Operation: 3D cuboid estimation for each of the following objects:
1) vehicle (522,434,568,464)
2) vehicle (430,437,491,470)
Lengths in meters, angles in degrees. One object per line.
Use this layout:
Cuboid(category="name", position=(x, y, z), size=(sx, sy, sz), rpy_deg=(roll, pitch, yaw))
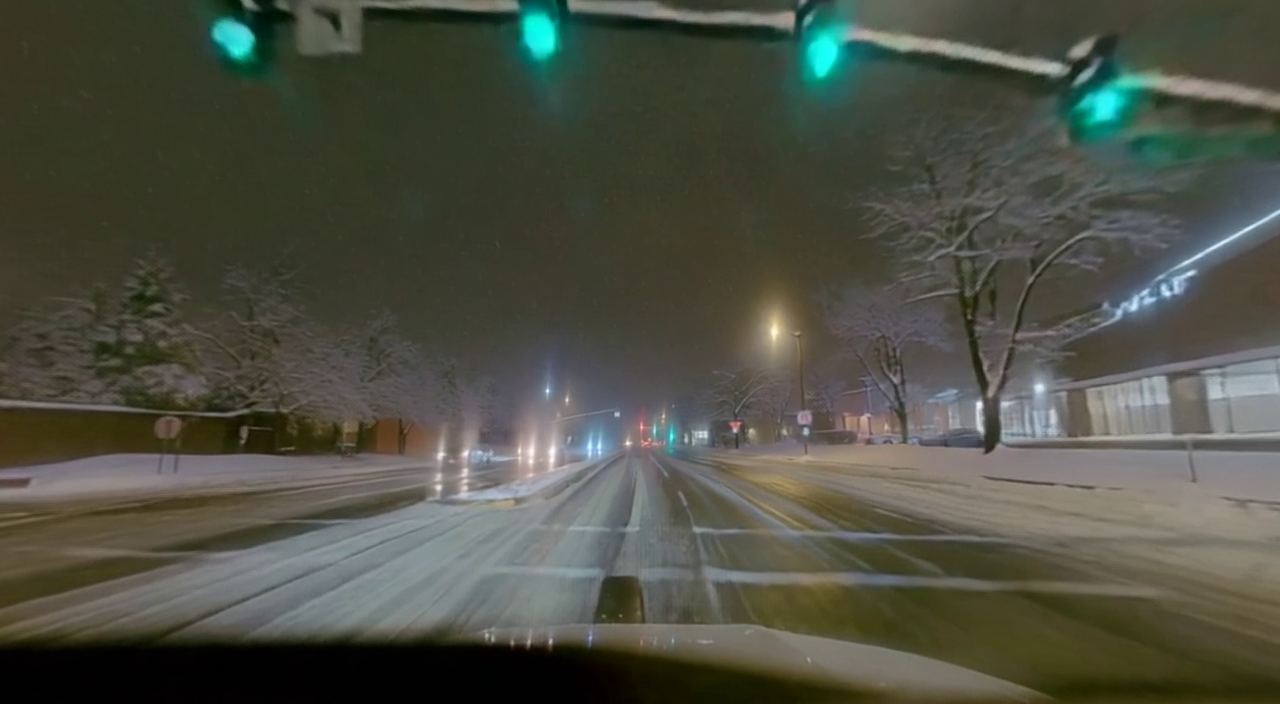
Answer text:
Cuboid(category="vehicle", position=(-5.828, 6.040, 39.385), size=(2.129, 1.748, 4.555), rpy_deg=(-1, -8, 1))
Cuboid(category="vehicle", position=(-9.748, 5.524, 34.655), size=(1.954, 1.694, 4.310), rpy_deg=(-1, -8, 2))
